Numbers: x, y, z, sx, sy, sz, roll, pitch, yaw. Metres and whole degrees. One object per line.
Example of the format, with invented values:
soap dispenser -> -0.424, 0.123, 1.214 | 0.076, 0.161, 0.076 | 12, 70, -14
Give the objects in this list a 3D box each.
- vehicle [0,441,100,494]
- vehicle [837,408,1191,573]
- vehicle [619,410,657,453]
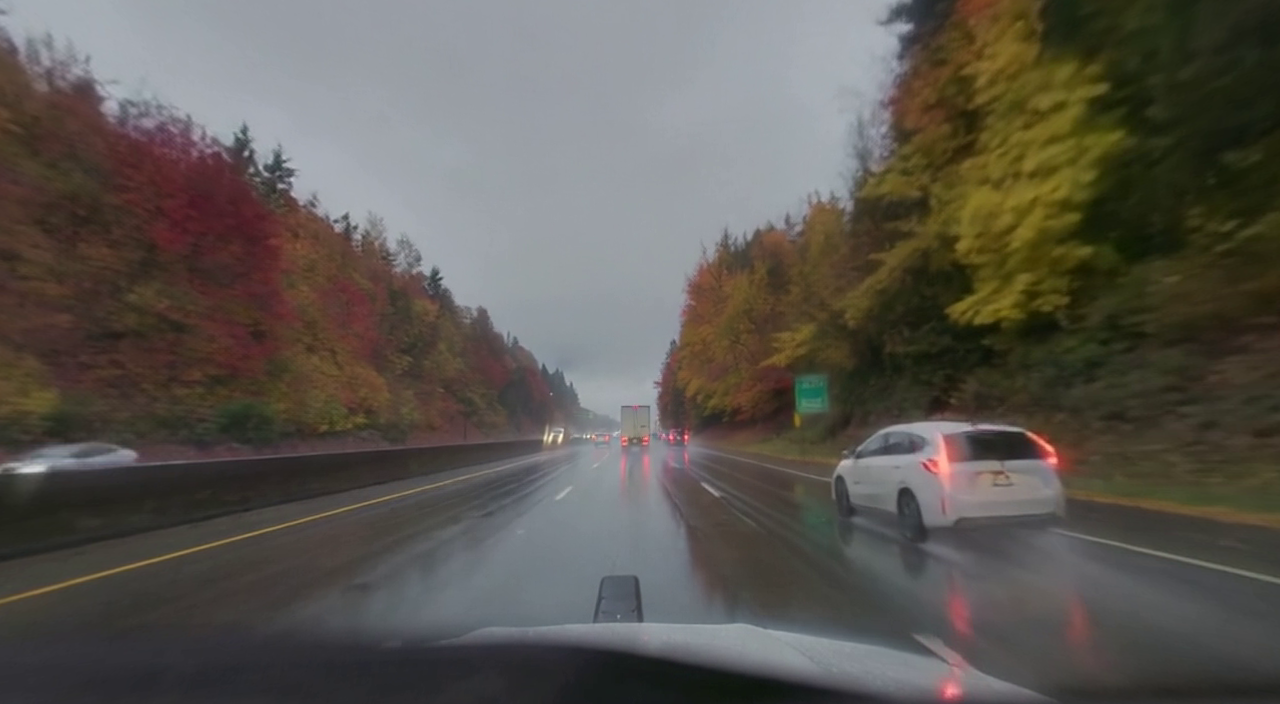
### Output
vehicle -> -20.612, 3.705, 20.360 | 1.998, 1.584, 4.752 | 0, -8, 0
vehicle -> 4.091, 1.549, 7.838 | 1.882, 1.492, 3.958 | 0, -8, -2
vehicle -> -0.276, 5.976, 47.214 | 2.631, 2.957, 6.512 | 0, -8, -2
